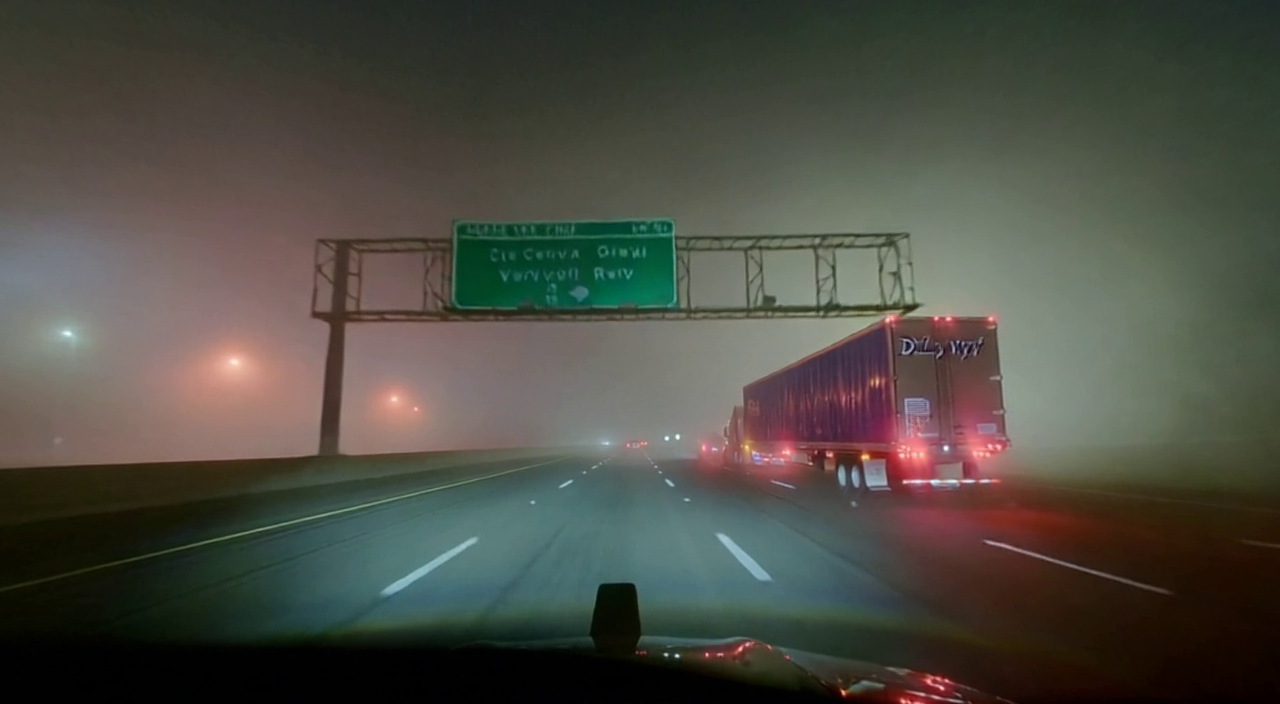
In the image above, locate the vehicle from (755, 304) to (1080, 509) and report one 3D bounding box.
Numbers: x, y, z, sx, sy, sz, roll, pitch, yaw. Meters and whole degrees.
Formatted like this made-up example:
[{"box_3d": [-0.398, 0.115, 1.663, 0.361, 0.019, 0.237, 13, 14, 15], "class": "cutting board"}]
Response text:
[{"box_3d": [6.764, 2.174, 20.238, 2.962, 3.947, 16.241, 0, -8, -1], "class": "vehicle"}]
